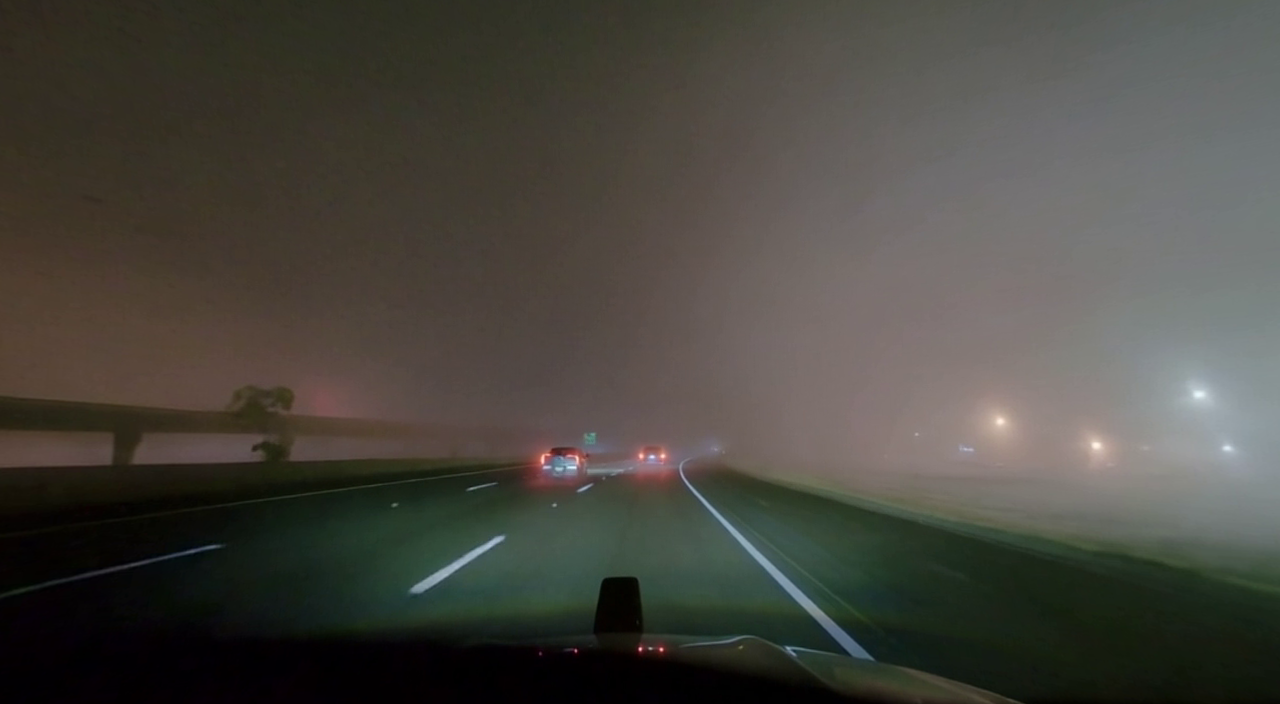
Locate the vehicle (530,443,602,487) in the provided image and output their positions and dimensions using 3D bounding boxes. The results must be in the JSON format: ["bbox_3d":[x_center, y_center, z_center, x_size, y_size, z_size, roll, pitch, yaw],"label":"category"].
[{"bbox_3d":[-2.781,4.362,24.611,2.129,1.563,4.387,-1,-9,2],"label":"vehicle"}]

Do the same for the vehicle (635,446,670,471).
[{"bbox_3d":[0.820,6.791,40.222,2.129,1.502,4.321,-1,-9,2],"label":"vehicle"}]
